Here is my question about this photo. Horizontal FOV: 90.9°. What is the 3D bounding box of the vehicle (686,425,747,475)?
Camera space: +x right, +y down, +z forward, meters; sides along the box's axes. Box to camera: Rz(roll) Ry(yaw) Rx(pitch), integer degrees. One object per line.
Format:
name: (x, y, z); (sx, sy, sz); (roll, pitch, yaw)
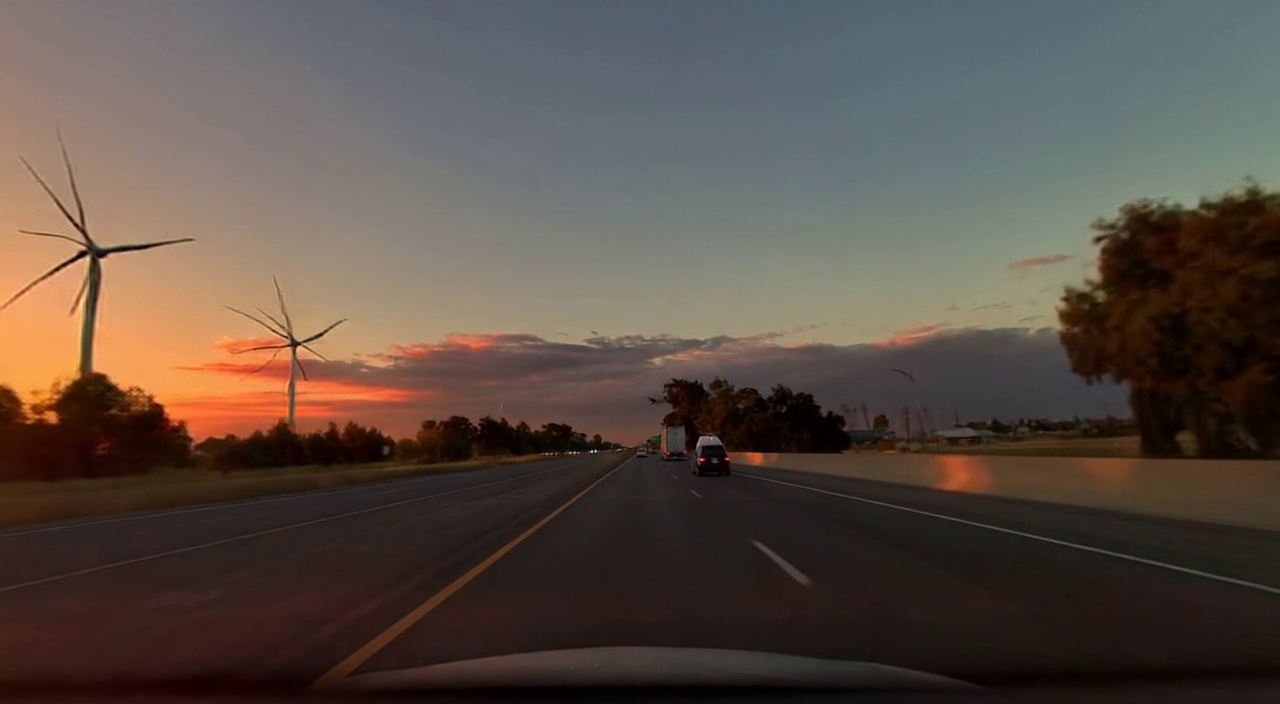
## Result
vehicle: (4.278, 5.629, 36.209); (2.609, 2.648, 5.397); (0, -9, -2)
